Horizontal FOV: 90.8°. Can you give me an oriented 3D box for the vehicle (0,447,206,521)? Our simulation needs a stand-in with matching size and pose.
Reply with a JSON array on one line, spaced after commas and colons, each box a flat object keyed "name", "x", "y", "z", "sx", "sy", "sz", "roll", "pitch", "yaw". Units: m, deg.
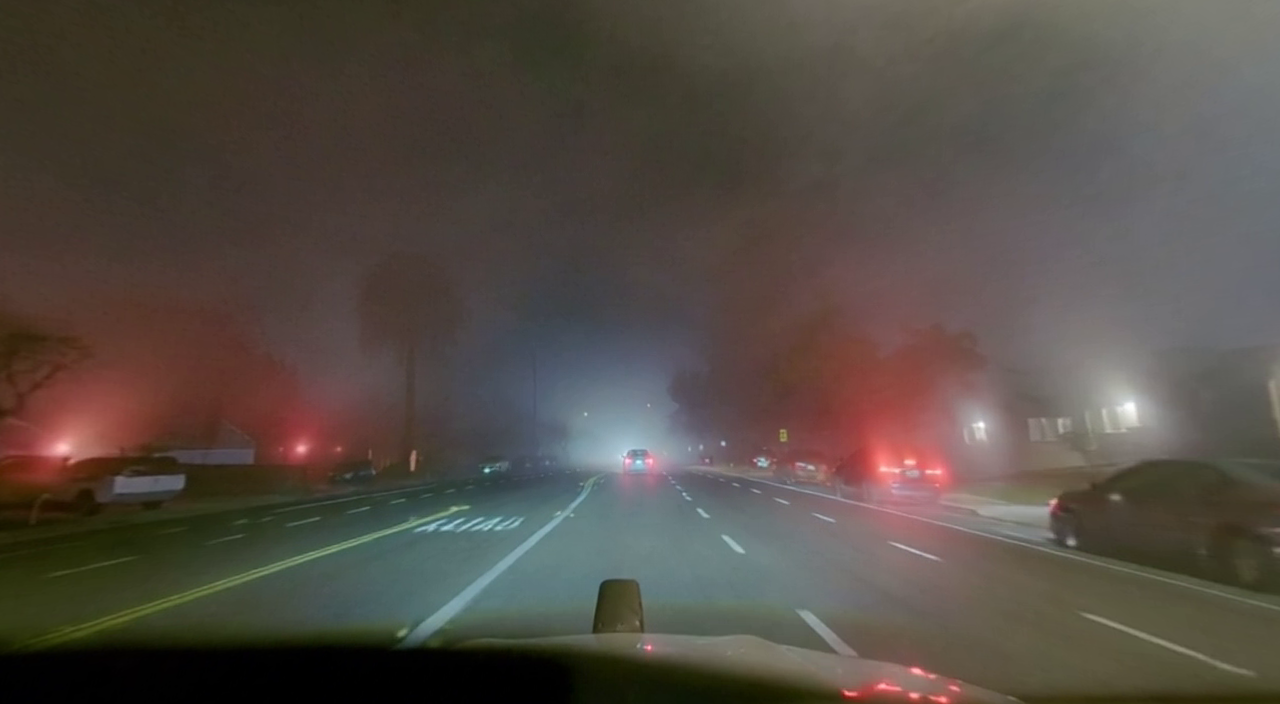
[{"name": "vehicle", "x": -16.756, "y": 4.035, "z": 19.994, "sx": 2.185, "sy": 1.993, "sz": 5.054, "roll": -1, "pitch": -9, "yaw": 4}]

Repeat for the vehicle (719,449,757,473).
[{"name": "vehicle", "x": 7.359, "y": 8.261, "z": 47.908, "sx": 2.024, "sy": 1.687, "sz": 4.477, "roll": 0, "pitch": -9, "yaw": -1}]

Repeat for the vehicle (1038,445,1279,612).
[{"name": "vehicle", "x": 6.851, "y": 1.789, "z": 6.954, "sx": 1.947, "sy": 1.505, "sz": 4.759, "roll": -1, "pitch": -9, "yaw": 2}]

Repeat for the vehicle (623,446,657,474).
[{"name": "vehicle", "x": -0.052, "y": 7.521, "z": 44.321, "sx": 2.248, "sy": 1.833, "sz": 4.798, "roll": 0, "pitch": -9, "yaw": -1}]

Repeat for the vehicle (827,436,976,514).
[{"name": "vehicle", "x": 7.017, "y": 3.342, "z": 17.766, "sx": 2.035, "sy": 1.822, "sz": 5.449, "roll": -1, "pitch": -9, "yaw": 2}]

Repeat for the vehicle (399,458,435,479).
[{"name": "vehicle", "x": -17.125, "y": 8.943, "z": 48.699, "sx": 1.847, "sy": 1.507, "sz": 4.632, "roll": 1, "pitch": -9, "yaw": -11}]

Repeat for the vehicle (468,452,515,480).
[{"name": "vehicle", "x": -11.501, "y": 8.841, "z": 49.184, "sx": 2.157, "sy": 1.969, "sz": 5.725, "roll": -3, "pitch": -10, "yaw": 1}]

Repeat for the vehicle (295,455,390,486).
[{"name": "vehicle", "x": -17.695, "y": 7.064, "z": 37.729, "sx": 4.683, "sy": 1.686, "sz": 1.950, "roll": -1, "pitch": -9, "yaw": 2}]
